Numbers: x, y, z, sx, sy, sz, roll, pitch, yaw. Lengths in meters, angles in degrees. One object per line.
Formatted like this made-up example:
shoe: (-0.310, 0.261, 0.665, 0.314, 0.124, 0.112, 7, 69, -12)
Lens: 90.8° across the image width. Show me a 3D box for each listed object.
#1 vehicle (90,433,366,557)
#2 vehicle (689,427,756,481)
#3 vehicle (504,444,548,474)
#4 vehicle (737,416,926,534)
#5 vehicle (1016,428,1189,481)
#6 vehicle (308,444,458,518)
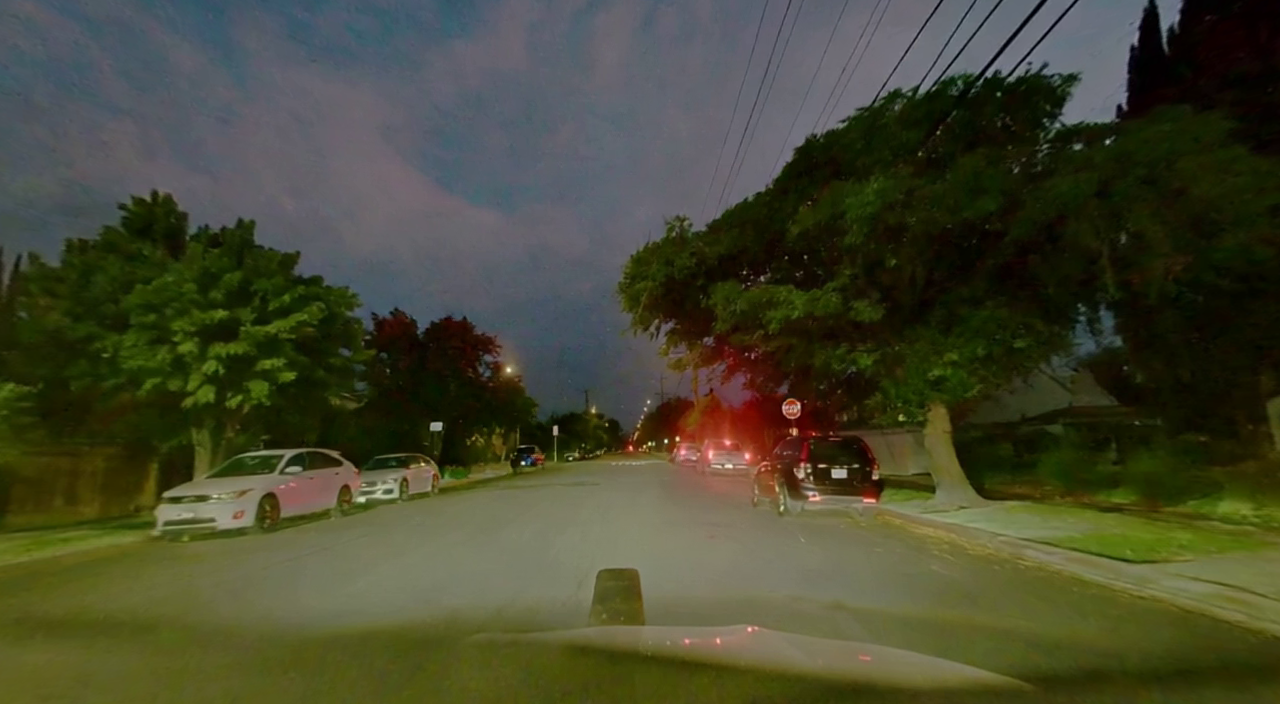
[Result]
vehicle: (-7.160, 2.489, 11.797, 2.058, 1.814, 4.624, 0, -9, -1)
vehicle: (3.402, 4.360, 27.276, 2.111, 2.054, 5.748, 0, -9, 0)
vehicle: (-7.427, 7.078, 41.398, 1.980, 1.664, 4.342, -5, -11, 0)
vehicle: (3.188, 2.156, 11.615, 2.069, 1.750, 4.294, 0, -9, -1)
vehicle: (15.958, 3.580, 21.978, 4.369, 1.469, 1.924, -3, -11, 0)
vehicle: (-6.762, 3.456, 17.208, 2.086, 1.516, 4.568, -6, -11, 1)
